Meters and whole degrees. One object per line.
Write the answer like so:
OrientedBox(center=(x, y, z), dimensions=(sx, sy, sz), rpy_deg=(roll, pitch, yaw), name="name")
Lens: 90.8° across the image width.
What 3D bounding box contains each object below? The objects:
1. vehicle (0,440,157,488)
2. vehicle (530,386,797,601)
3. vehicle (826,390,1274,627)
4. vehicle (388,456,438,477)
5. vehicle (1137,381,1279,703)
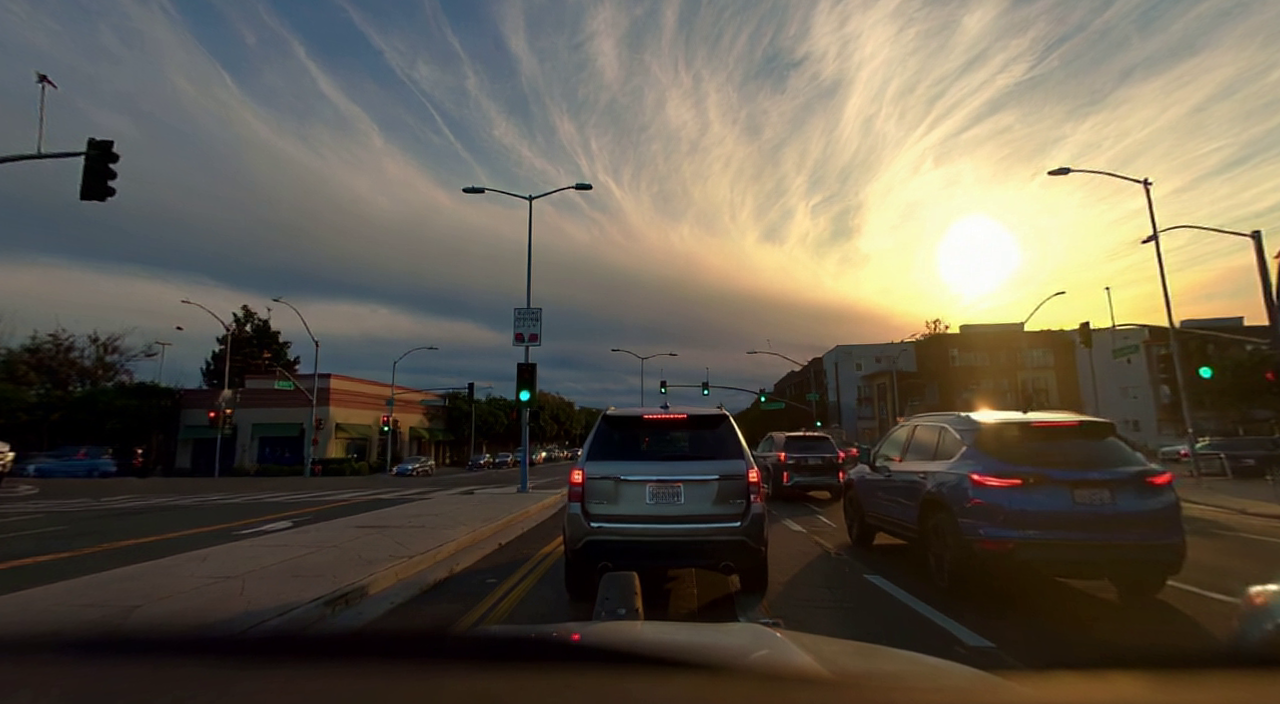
OrientedBox(center=(-24.553, 4.849, 27.547), dimensions=(5.062, 1.946, 2.243), rpy_deg=(0, -9, -1), name="vehicle")
OrientedBox(center=(0.248, 1.548, 7.722), dimensions=(2.292, 1.840, 4.394), rpy_deg=(0, -9, 1), name="vehicle")
OrientedBox(center=(3.605, 1.458, 6.804), dimensions=(2.018, 1.701, 4.288), rpy_deg=(0, -9, 2), name="vehicle")
OrientedBox(center=(-17.228, 8.672, 48.131), dimensions=(1.872, 1.477, 3.981), rpy_deg=(-1, -9, 8), name="vehicle")
OrientedBox(center=(3.103, 0.579, 0.241), dimensions=(2.056, 1.516, 4.776), rpy_deg=(0, -9, 2), name="vehicle")
